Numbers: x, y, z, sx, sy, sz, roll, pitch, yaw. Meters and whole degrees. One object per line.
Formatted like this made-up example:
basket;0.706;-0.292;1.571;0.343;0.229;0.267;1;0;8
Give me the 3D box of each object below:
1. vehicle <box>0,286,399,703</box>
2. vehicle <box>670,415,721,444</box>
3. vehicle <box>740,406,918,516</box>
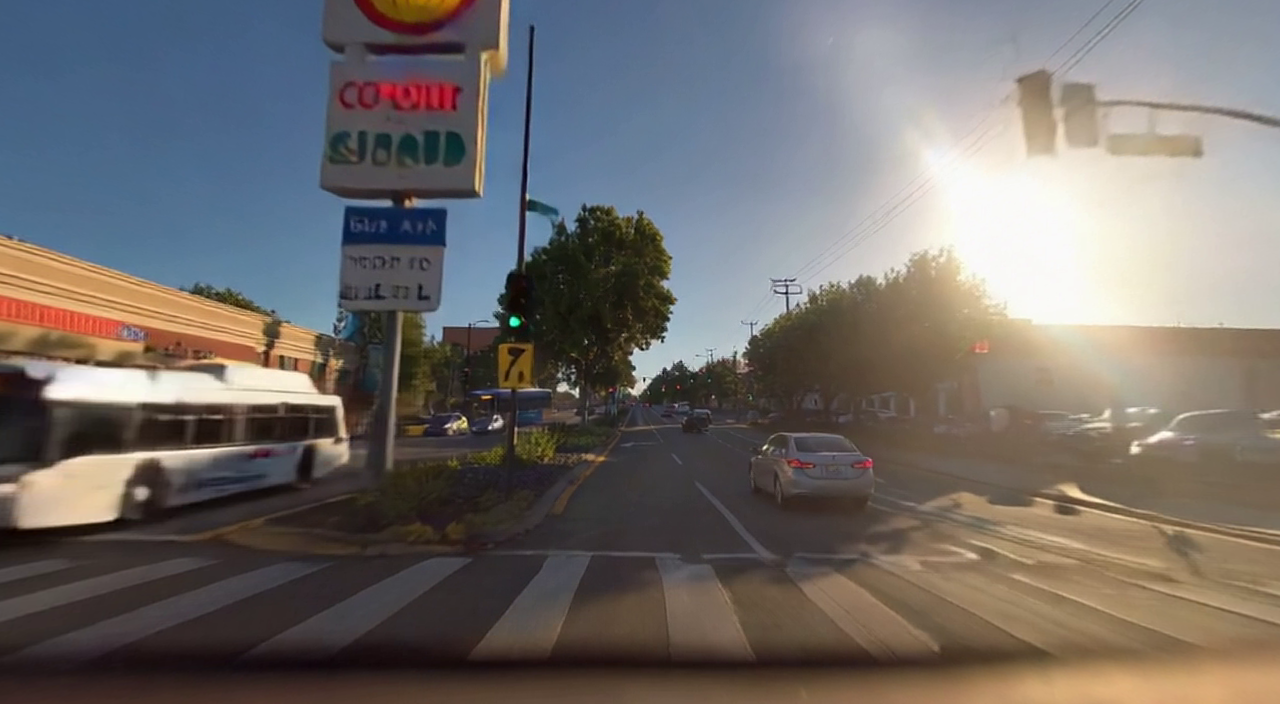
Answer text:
vehicle;-3.661;1.071;4.833;2.189;1.836;4.693;0;-12;-6
vehicle;2.934;4.250;34.253;2.282;1.458;4.362;1;-8;-1
vehicle;3.266;1.997;11.928;1.999;1.679;4.217;1;-8;-1
